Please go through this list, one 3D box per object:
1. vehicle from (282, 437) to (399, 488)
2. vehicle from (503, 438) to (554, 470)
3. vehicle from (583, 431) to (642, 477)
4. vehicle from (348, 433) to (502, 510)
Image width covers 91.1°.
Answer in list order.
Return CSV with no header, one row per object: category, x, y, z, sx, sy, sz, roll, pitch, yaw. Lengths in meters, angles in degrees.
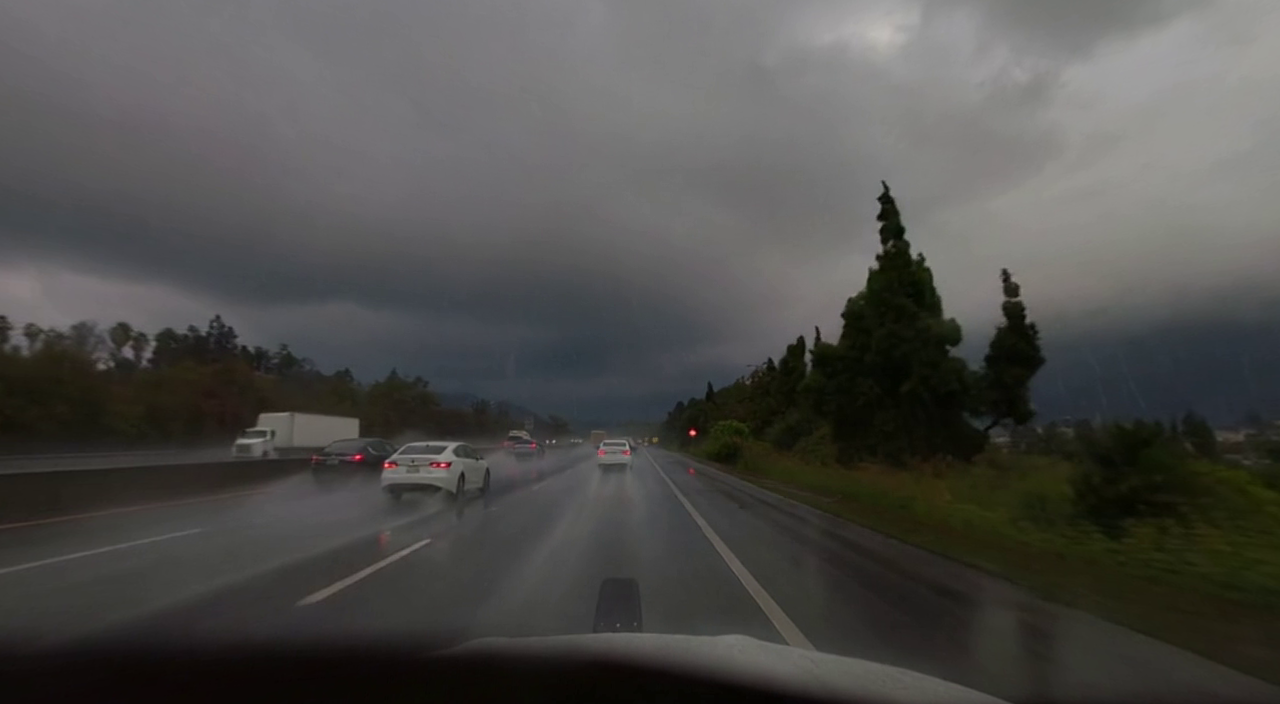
vehicle,-9.501,3.498,20.332,1.850,1.439,3.932,0,-8,0
vehicle,-5.534,5.082,31.625,1.835,1.432,3.835,0,-8,0
vehicle,-1.057,4.028,25.228,2.178,1.658,3.916,0,-8,-1
vehicle,-4.662,2.612,14.432,1.971,1.464,4.386,0,-8,0
